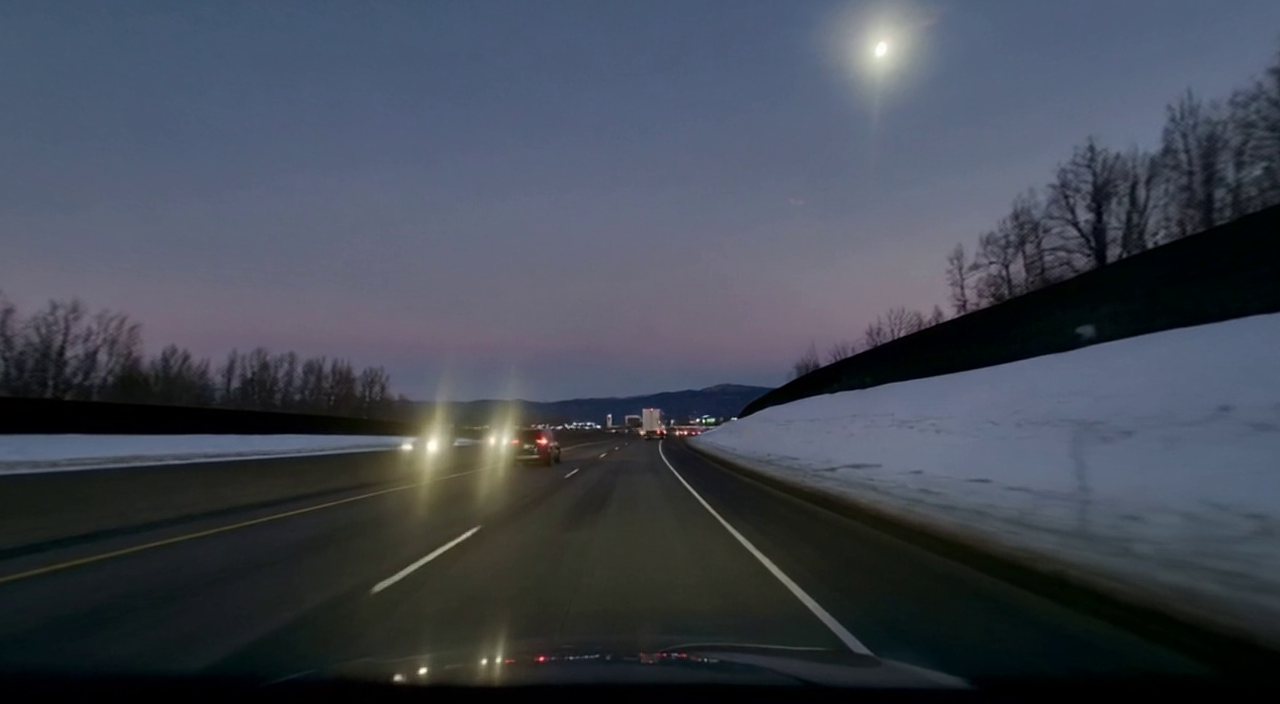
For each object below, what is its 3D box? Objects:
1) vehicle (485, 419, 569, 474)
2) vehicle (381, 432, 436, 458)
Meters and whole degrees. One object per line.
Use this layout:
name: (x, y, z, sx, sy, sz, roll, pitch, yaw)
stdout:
vehicle: (-3.756, 3.224, 21.703, 2.018, 1.678, 4.312, 0, -8, 1)
vehicle: (-14.422, 5.805, 39.378, 1.836, 1.516, 3.879, -1, -8, 1)
